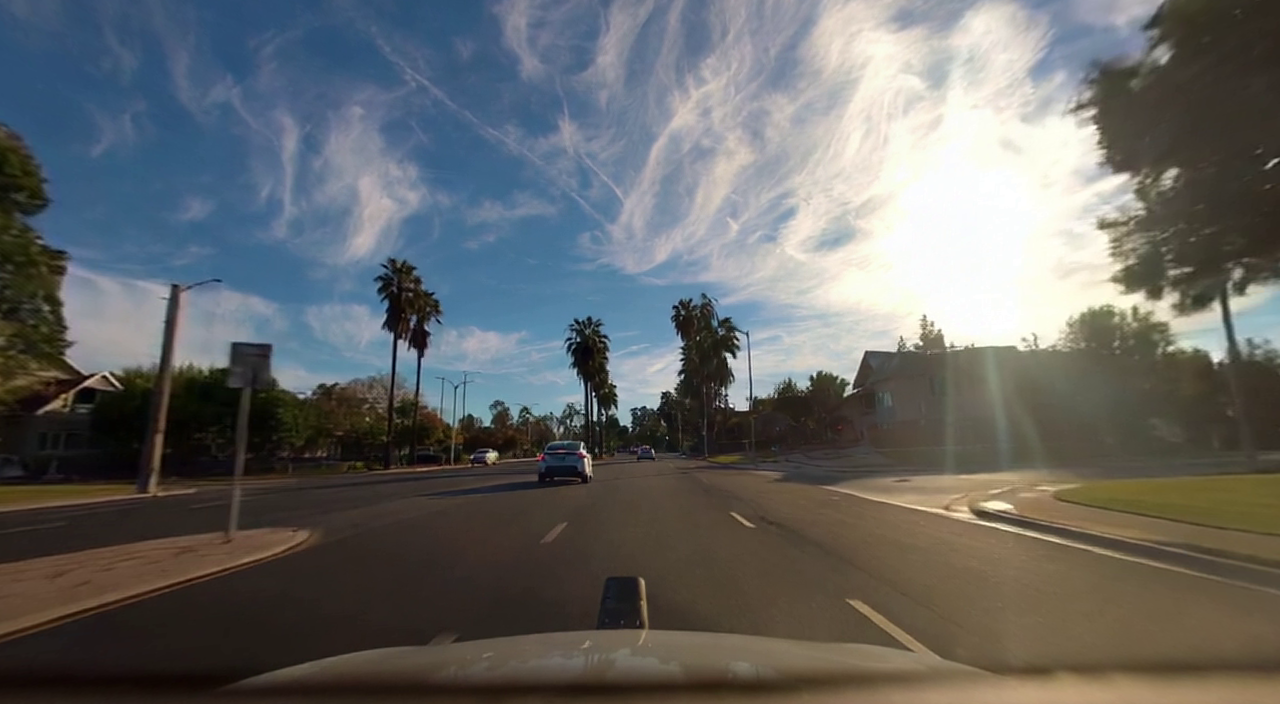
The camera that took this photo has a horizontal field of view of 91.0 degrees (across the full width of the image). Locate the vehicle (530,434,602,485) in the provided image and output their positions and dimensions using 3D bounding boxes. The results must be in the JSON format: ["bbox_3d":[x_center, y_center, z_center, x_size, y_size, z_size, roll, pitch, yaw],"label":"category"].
[{"bbox_3d":[-3.041,4.593,27.192,2.370,1.968,5.698,0,-9,1],"label":"vehicle"}]
